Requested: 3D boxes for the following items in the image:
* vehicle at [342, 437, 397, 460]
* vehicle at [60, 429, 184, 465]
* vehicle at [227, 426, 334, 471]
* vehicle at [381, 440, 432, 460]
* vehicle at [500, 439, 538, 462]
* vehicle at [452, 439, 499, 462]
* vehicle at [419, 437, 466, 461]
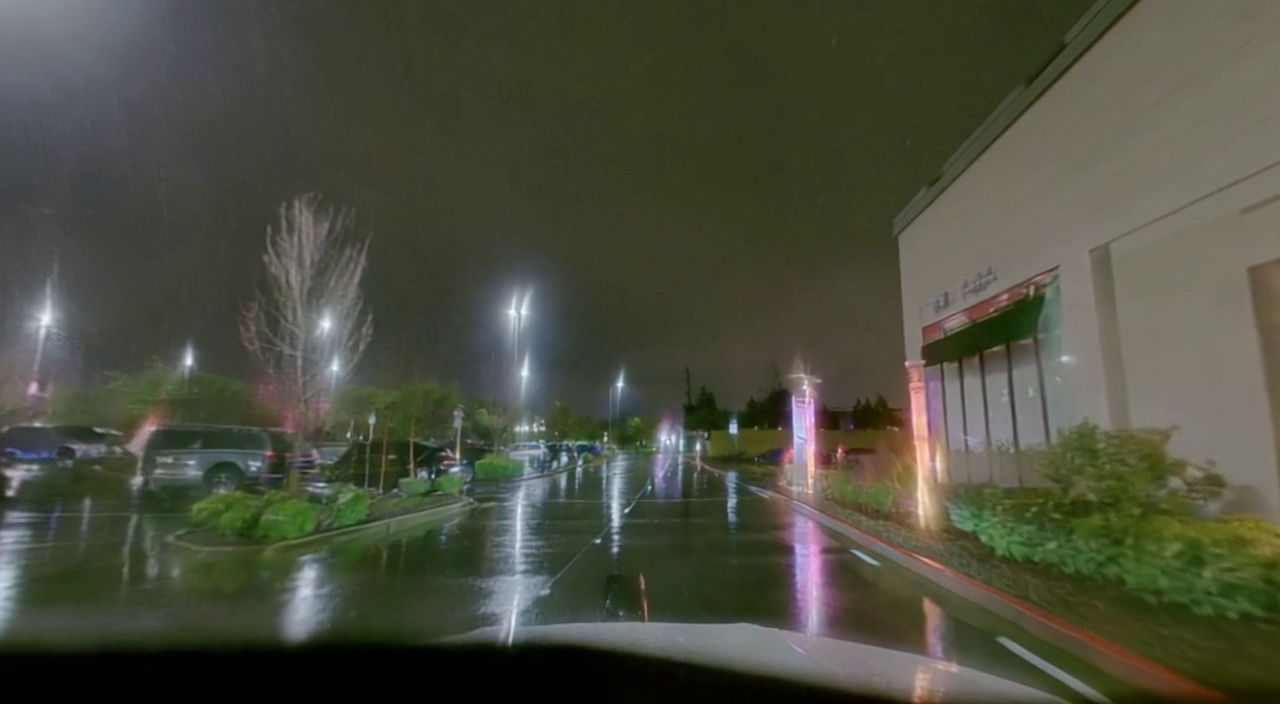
[{"bbox_3d":[-20.623,7.361,48.267,1.773,1.498,4.085,3,-8,10],"label":"vehicle"},{"bbox_3d":[-24.528,4.532,30.182,1.876,1.591,4.470,-1,-9,5],"label":"vehicle"},{"bbox_3d":[-16.670,4.499,29.627,1.972,1.923,4.535,-1,-9,5],"label":"vehicle"},{"bbox_3d":[-17.696,7.427,48.032,1.909,1.474,3.908,-1,-9,8],"label":"vehicle"},{"bbox_3d":[-9.176,7.504,48.156,1.892,1.597,4.259,0,-9,3],"label":"vehicle"},{"bbox_3d":[-12.337,7.409,47.585,1.928,1.613,4.197,-1,-9,8],"label":"vehicle"},{"bbox_3d":[-14.906,7.362,47.832,1.902,1.645,3.903,0,-10,6],"label":"vehicle"}]
